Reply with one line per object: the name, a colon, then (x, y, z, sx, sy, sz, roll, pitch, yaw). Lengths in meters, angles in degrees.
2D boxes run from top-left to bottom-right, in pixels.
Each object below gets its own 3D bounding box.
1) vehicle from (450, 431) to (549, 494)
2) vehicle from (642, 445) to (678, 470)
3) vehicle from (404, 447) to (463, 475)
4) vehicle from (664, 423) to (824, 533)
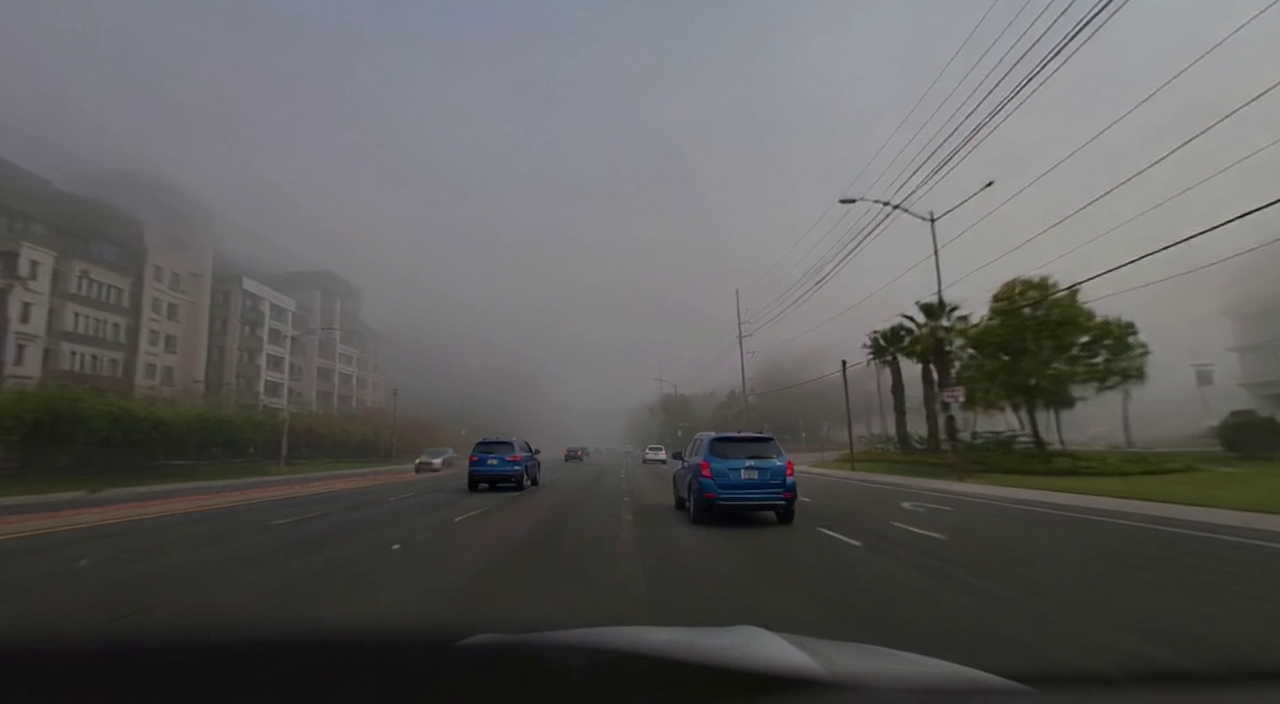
vehicle: (-4.444, 3.598, 20.794, 2.169, 1.796, 4.821, 0, -9, 0)
vehicle: (1.211, 6.741, 40.307, 1.981, 1.472, 3.923, 0, -9, -3)
vehicle: (-12.608, 6.664, 38.854, 1.996, 1.569, 5.041, 0, -9, -1)
vehicle: (1.730, 2.313, 12.134, 2.198, 1.706, 4.166, 0, -9, -3)
